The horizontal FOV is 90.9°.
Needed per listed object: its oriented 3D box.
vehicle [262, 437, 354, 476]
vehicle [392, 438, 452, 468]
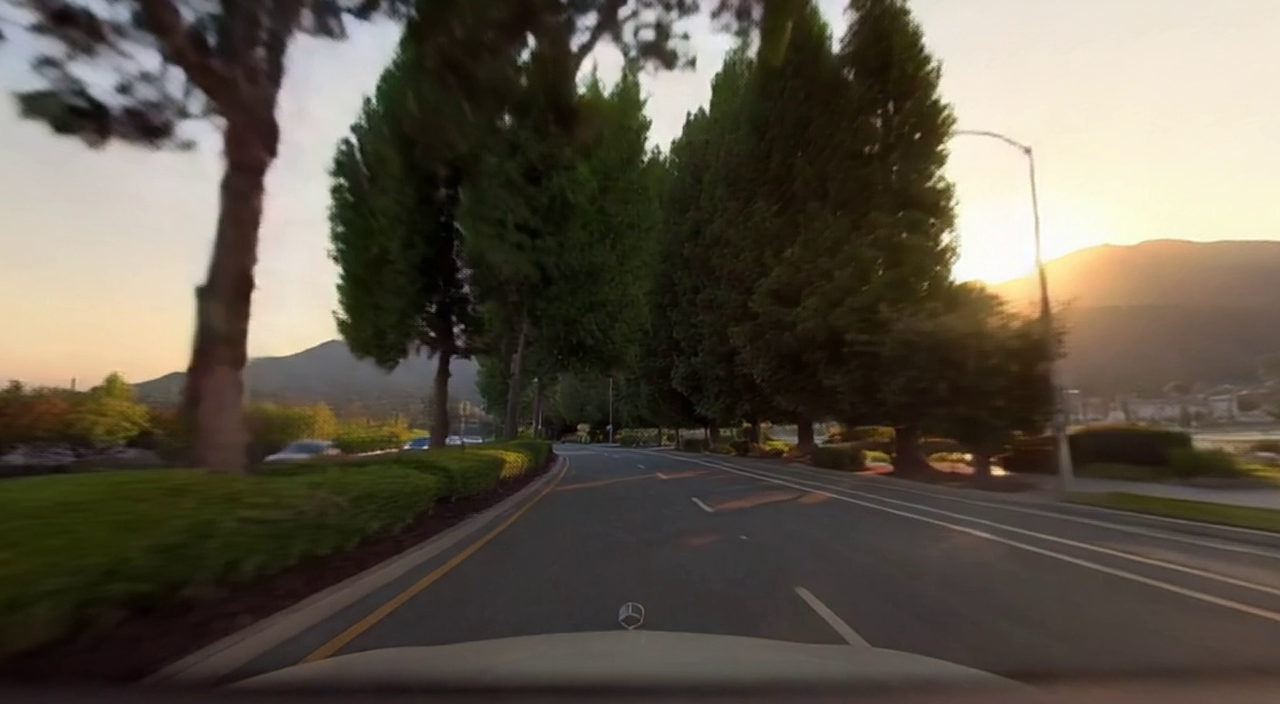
[{"bbox_3d":[-14.001,4.420,26.882,1.842,1.495,4.375,0,-8,-5],"label":"vehicle"},{"bbox_3d":[-11.381,5.308,33.255,1.953,1.458,4.544,1,-8,-5],"label":"vehicle"}]
